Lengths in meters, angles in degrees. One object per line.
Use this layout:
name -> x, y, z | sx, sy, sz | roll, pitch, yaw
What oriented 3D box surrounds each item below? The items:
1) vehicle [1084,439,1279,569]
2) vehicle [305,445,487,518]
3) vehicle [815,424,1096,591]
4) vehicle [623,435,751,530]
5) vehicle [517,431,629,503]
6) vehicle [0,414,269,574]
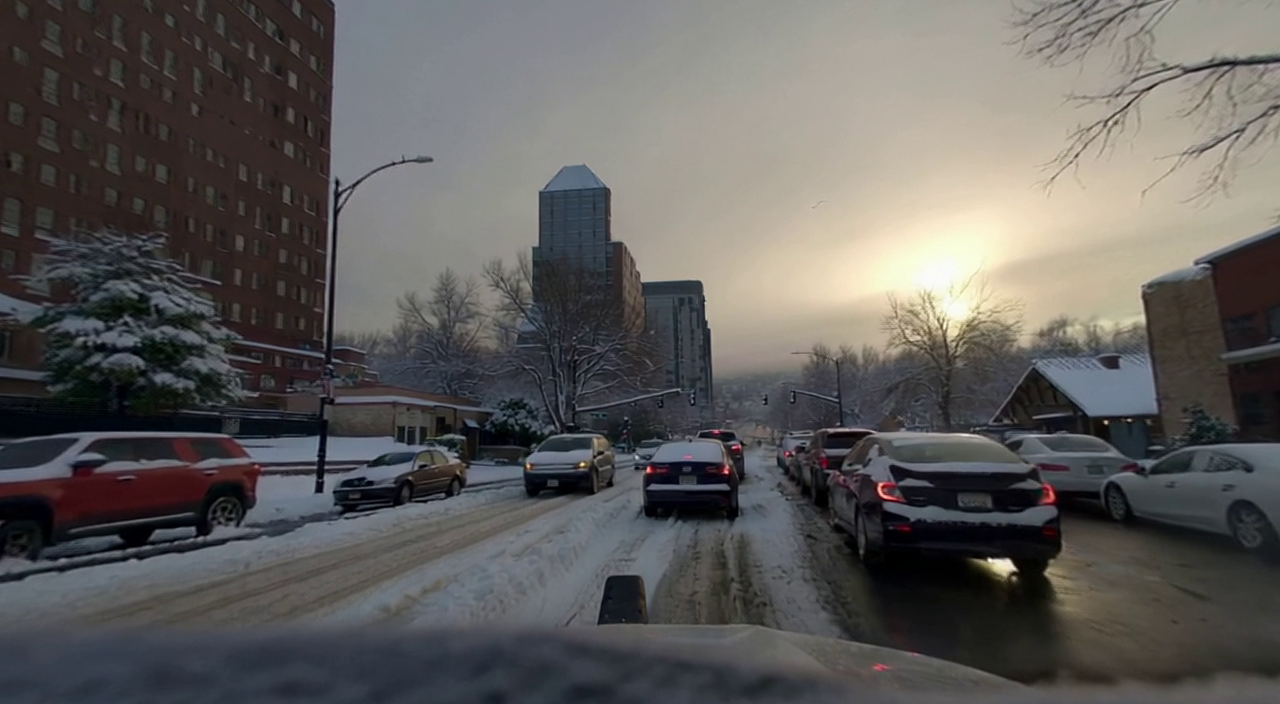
vehicle -> 8.700, 2.014, 8.980 | 1.901, 1.500, 4.729 | -1, -8, 9
vehicle -> -5.740, 3.059, 15.532 | 1.928, 1.503, 4.322 | -2, -9, 15
vehicle -> 3.503, 1.748, 8.023 | 1.982, 1.510, 4.144 | -1, -9, 9
vehicle -> 1.015, 2.341, 11.920 | 2.031, 1.461, 3.763 | -1, -8, 9
vehicle -> -1.701, 3.140, 17.754 | 2.030, 1.730, 4.453 | -1, -8, 9
vehicle -> -7.791, 1.942, 8.824 | 1.934, 1.770, 4.546 | -9, -9, 9
